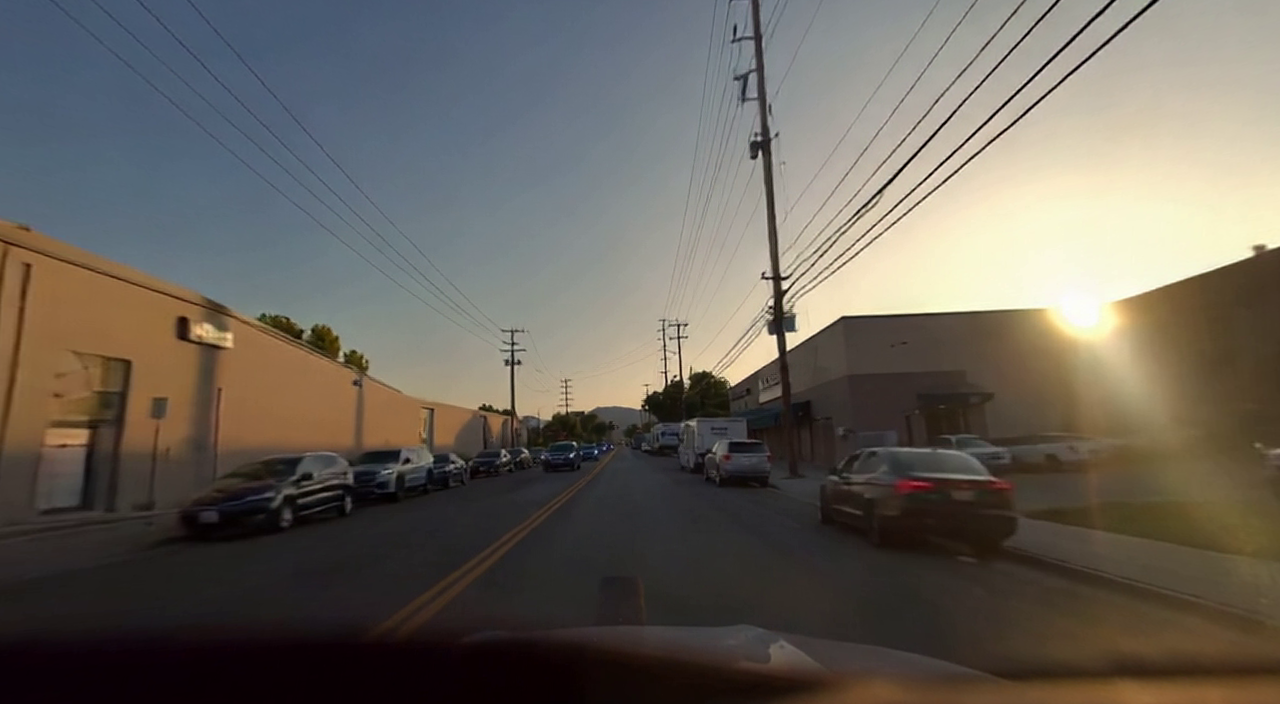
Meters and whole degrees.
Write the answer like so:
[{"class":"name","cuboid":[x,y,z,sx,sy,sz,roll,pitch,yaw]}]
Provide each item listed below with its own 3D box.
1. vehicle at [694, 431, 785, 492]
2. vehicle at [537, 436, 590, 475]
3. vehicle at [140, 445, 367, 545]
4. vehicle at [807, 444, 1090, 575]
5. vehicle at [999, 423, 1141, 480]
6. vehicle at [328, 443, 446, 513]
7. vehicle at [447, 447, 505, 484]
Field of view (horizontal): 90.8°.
[{"class":"vehicle","cuboid":[3.491,3.976,23.473,2.218,1.956,5.916,0,-8,-2]},{"class":"vehicle","cuboid":[-4.179,5.792,35.579,2.275,1.999,5.723,0,-8,0]},{"class":"vehicle","cuboid":[-7.974,2.924,13.737,2.194,1.775,4.482,0,-8,-2]},{"class":"vehicle","cuboid":[4.127,2.131,9.492,1.919,1.453,4.425,0,-8,-2]},{"class":"vehicle","cuboid":[14.662,3.417,21.863,1.828,1.749,4.000,0,-8,-4]},{"class":"vehicle","cuboid":[-7.782,3.851,19.937,1.933,1.754,4.514,-3,-7,-1]},{"class":"vehicle","cuboid":[-8.225,5.677,32.078,1.903,1.710,4.322,0,-8,-2]}]
